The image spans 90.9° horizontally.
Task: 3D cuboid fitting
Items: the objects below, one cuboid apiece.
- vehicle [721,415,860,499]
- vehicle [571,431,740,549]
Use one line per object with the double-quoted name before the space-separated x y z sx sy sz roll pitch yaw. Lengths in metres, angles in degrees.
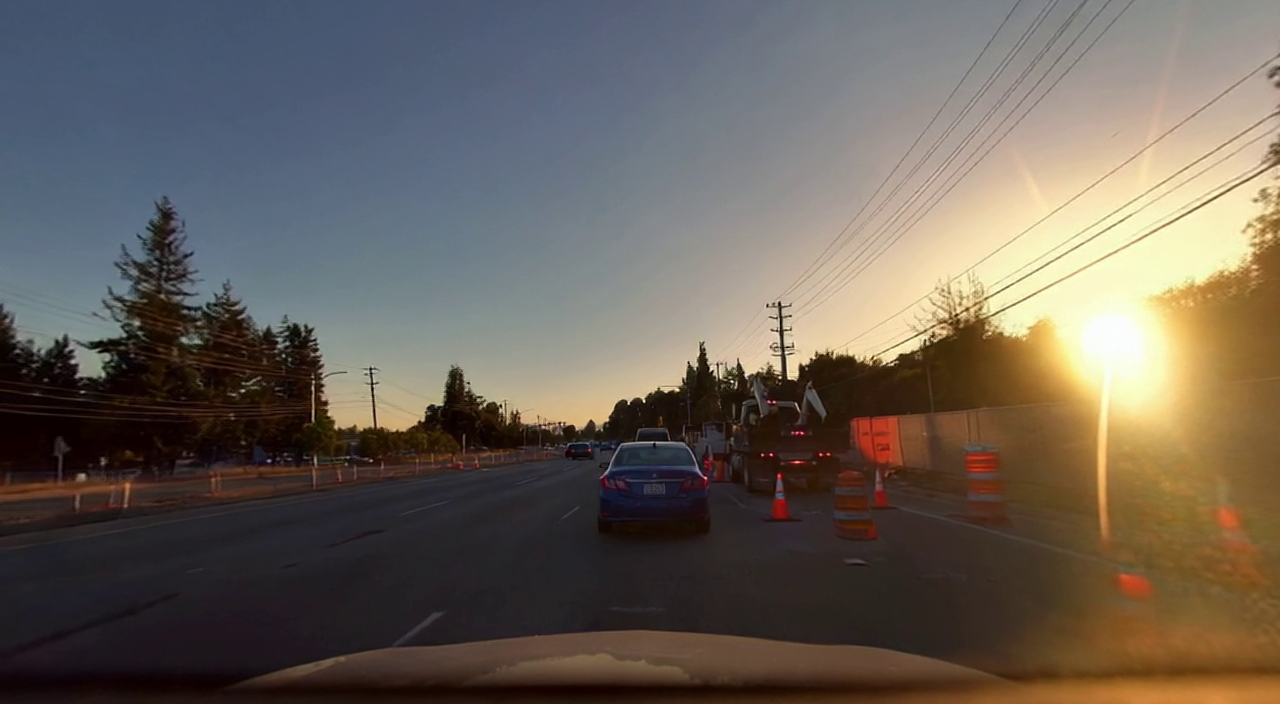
"vehicle" 4.055 3.010 18.459 2.555 2.017 6.201 0 -8 0
"vehicle" 0.211 2.060 10.138 2.128 1.473 4.272 0 -8 0
